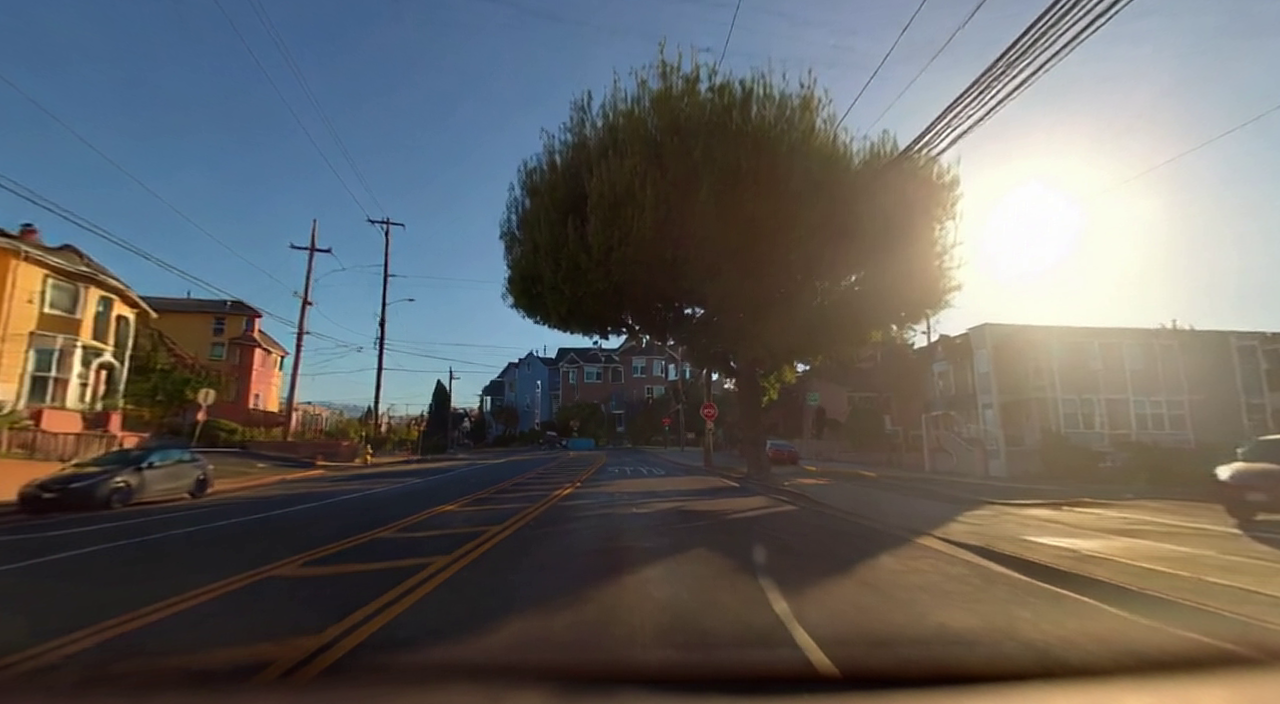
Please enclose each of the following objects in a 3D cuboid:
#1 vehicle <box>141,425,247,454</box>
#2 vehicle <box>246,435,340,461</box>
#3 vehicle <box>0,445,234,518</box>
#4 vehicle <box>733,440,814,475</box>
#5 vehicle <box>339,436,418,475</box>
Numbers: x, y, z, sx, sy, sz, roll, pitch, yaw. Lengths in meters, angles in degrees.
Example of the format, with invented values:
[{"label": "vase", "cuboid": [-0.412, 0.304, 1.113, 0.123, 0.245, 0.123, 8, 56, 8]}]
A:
[{"label": "vehicle", "cuboid": [-27.317, 5.404, 38.852, 4.842, 1.690, 1.938, 1, -9, -9]}, {"label": "vehicle", "cuboid": [-21.624, 6.013, 39.562, 4.647, 1.515, 2.009, 1, -9, -6]}, {"label": "vehicle", "cuboid": [-12.316, 3.022, 15.438, 1.957, 1.459, 4.913, 1, -9, -6]}, {"label": "vehicle", "cuboid": [6.253, 5.014, 30.241, 2.081, 1.496, 4.490, 2, -9, -13]}, {"label": "vehicle", "cuboid": [-13.049, 5.210, 31.922, 1.940, 1.789, 5.086, 0, -8, -2]}]
